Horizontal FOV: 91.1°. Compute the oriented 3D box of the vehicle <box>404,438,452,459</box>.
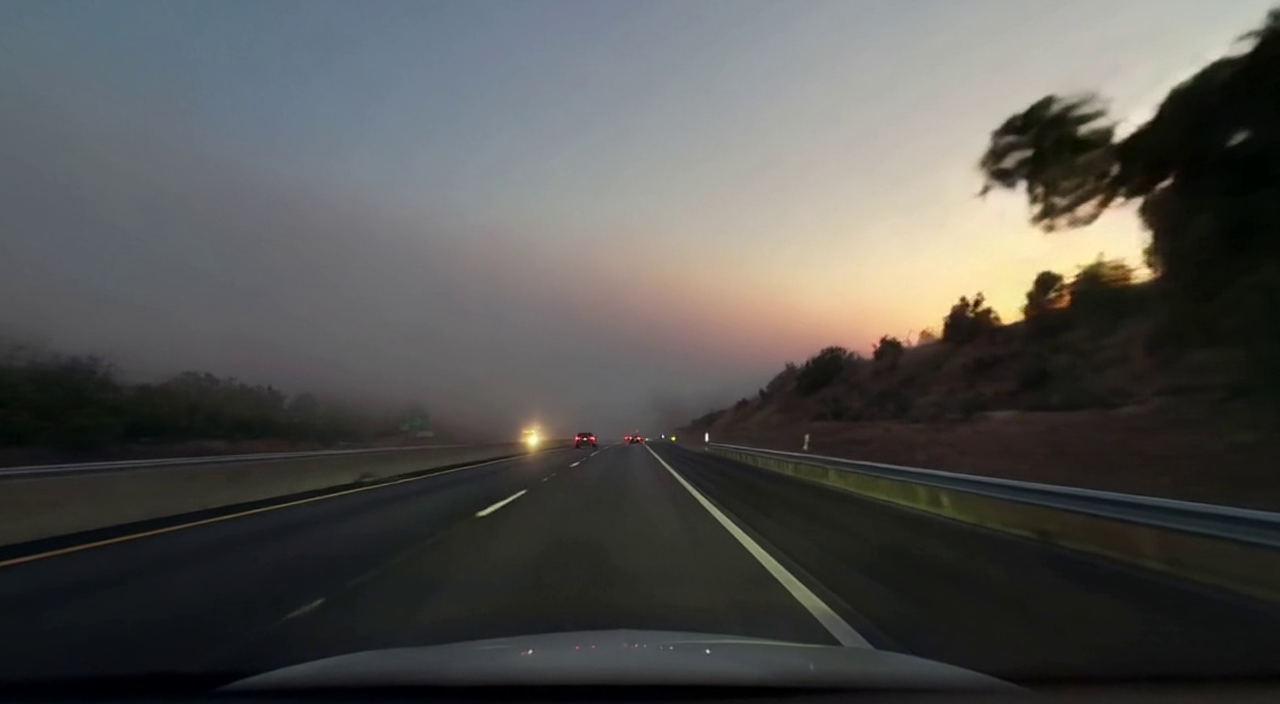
[{"bbox_3d":[-15.481,7.028,46.068,1.785,1.464,4.607,-1,-8,2],"label":"vehicle"}]
